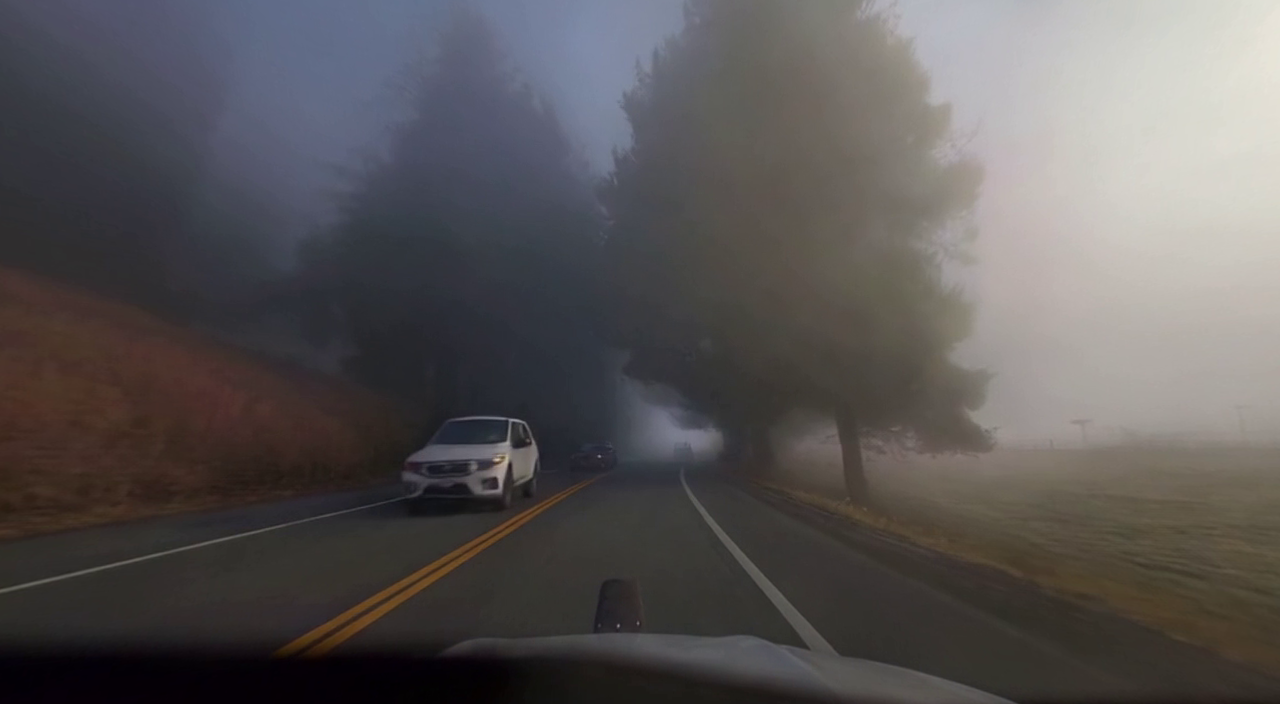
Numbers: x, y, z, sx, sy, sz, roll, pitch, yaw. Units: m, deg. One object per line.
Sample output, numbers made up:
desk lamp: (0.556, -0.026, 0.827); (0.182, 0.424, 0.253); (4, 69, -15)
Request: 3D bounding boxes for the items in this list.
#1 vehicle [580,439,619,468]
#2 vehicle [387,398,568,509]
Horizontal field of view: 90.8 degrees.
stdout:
vehicle: (-2.613, 6.758, 42.165); (2.097, 1.791, 4.663); (-1, -8, 2)
vehicle: (-3.927, 2.736, 17.437); (2.825, 2.376, 7.468); (-1, -8, 2)
